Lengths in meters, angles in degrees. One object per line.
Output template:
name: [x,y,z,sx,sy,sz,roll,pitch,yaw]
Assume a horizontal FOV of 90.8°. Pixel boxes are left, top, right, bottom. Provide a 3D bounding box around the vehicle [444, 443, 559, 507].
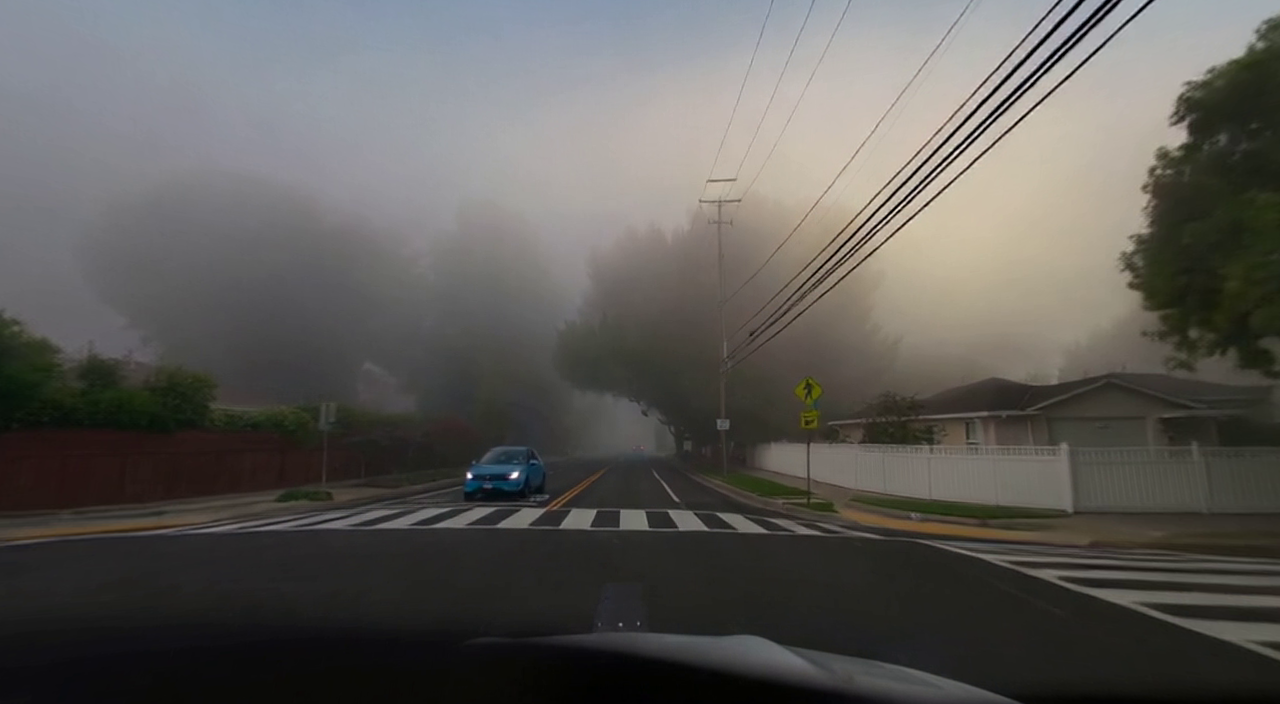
vehicle: [-3.558,3.224,17.072,2.102,1.463,4.024,0,-8,1]
